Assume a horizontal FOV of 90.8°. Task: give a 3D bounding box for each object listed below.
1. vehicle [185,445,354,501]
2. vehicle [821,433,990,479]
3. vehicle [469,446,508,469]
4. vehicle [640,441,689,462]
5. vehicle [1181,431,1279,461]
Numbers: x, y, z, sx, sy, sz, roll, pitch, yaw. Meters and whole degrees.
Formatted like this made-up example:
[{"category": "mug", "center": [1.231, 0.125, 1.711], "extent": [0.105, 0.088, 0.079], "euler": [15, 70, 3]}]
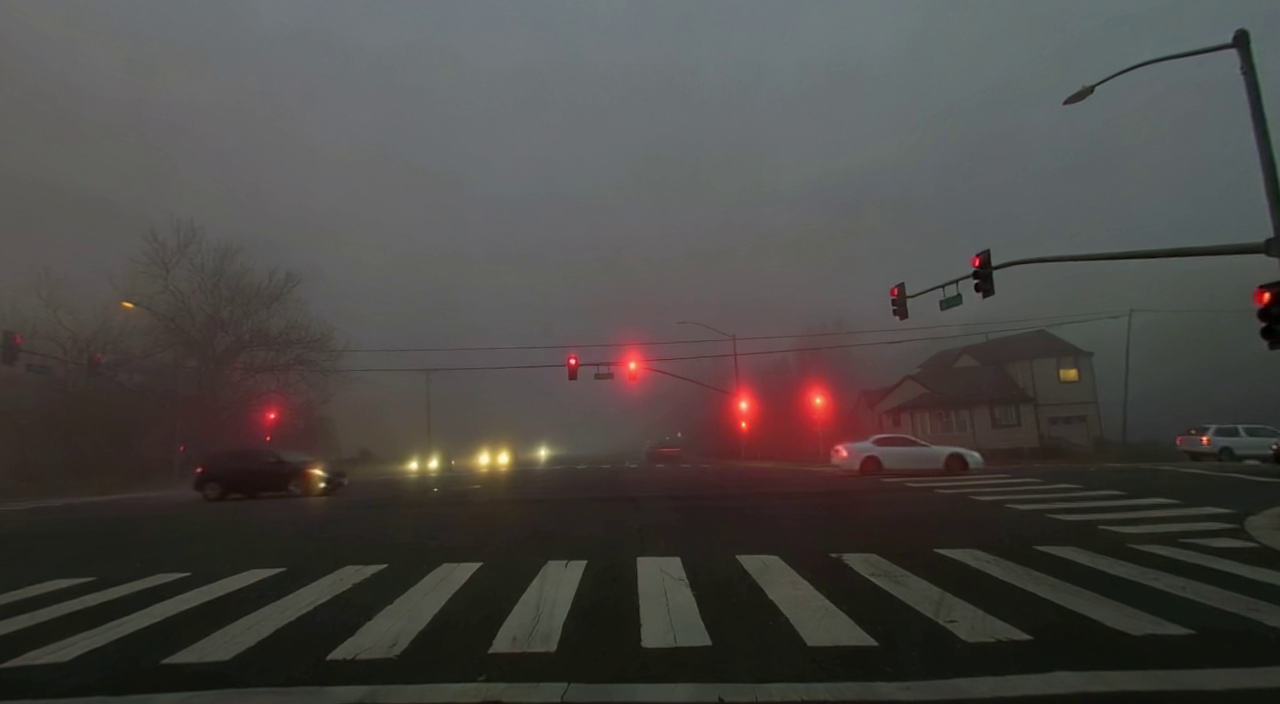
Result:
[{"category": "vehicle", "center": [-12.255, 4.002, 21.127], "extent": [4.431, 1.739, 1.935], "euler": [-1, -9, 1]}, {"category": "vehicle", "center": [8.918, 3.523, 21.551], "extent": [4.823, 1.449, 2.017], "euler": [0, -9, -1]}, {"category": "vehicle", "center": [-10.703, 7.459, 44.755], "extent": [1.881, 1.509, 3.377], "euler": [0, -9, 1]}, {"category": "vehicle", "center": [1.769, 7.539, 47.934], "extent": [1.932, 1.539, 4.873], "euler": [3, -9, -20]}, {"category": "vehicle", "center": [31.327, 4.887, 33.020], "extent": [4.318, 1.488, 1.870], "euler": [0, -9, -1]}]
